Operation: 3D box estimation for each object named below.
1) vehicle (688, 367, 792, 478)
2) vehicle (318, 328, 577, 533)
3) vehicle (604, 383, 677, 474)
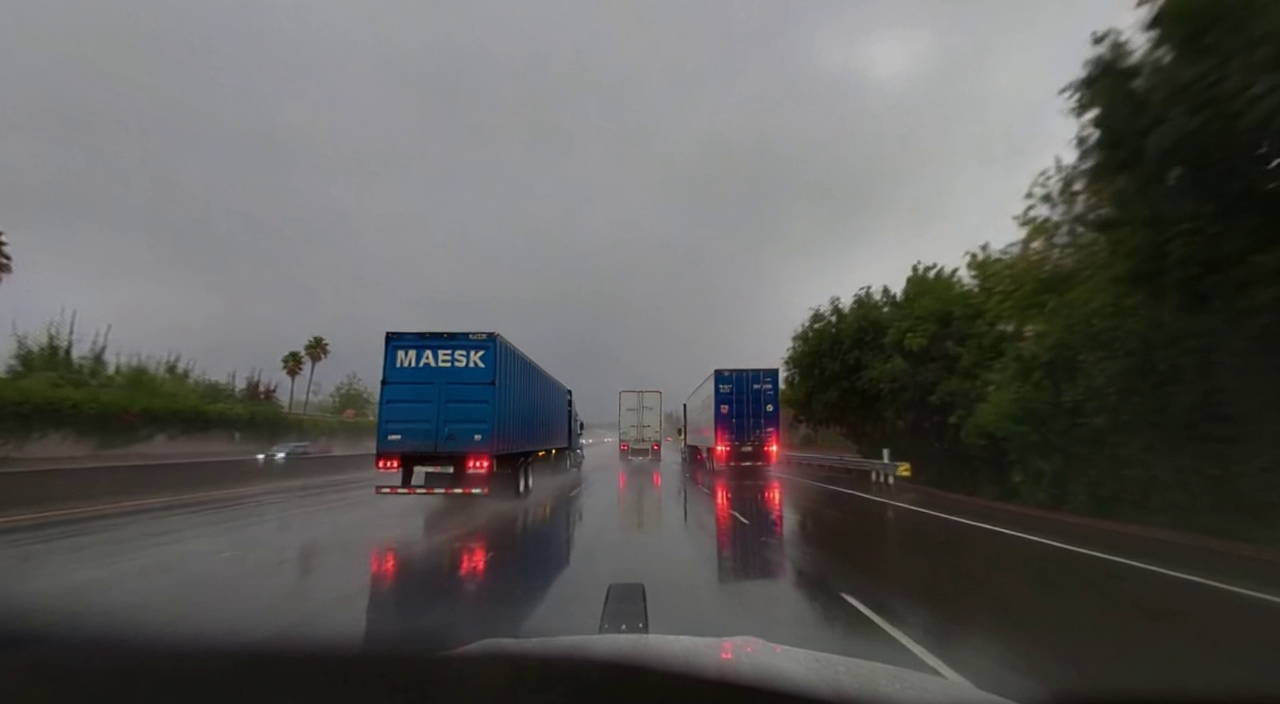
[{"bbox_3d":[4.310,3.681,31.096,2.887,4.178,14.553,0,-8,1],"label":"vehicle"},{"bbox_3d":[-3.560,1.985,15.481,2.786,3.228,11.082,0,-8,0],"label":"vehicle"},{"bbox_3d":[0.166,4.523,35.911,3.097,3.856,18.209,0,-8,1],"label":"vehicle"}]
